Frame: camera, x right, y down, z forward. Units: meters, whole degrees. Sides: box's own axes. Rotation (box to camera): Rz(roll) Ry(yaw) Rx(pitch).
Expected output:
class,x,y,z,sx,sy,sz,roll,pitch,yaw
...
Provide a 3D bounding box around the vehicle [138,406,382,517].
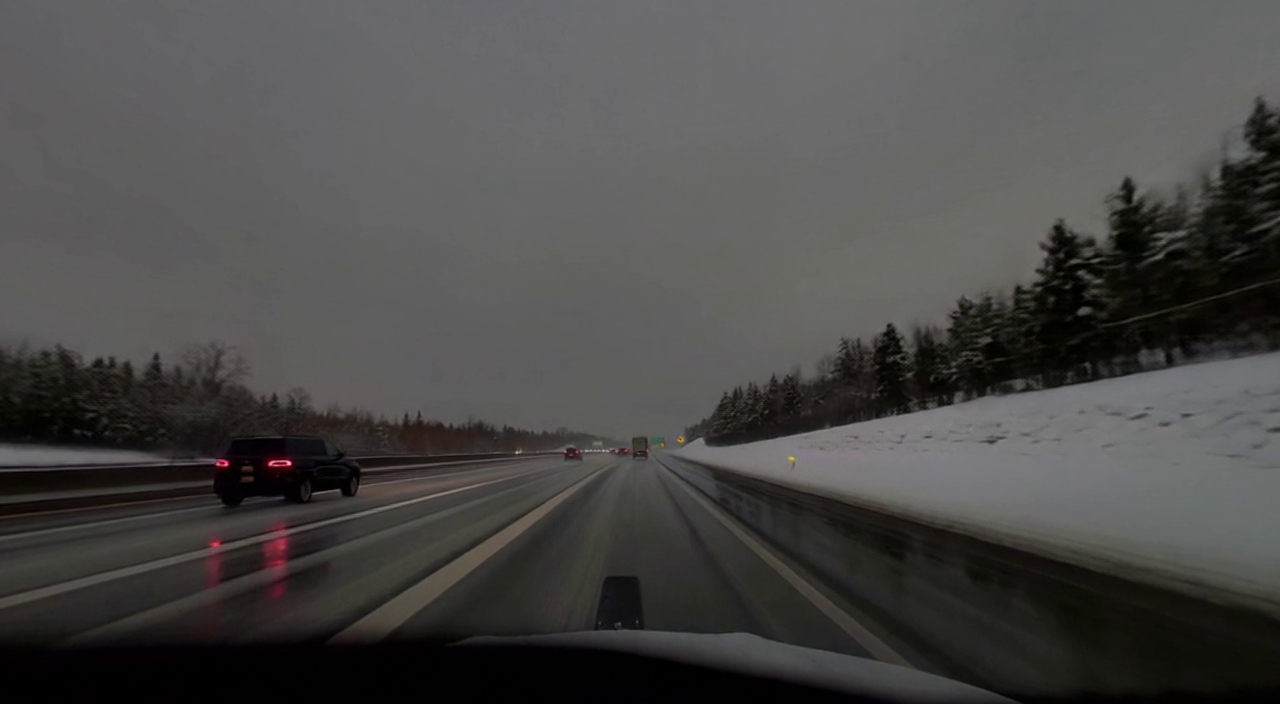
class,x,y,z,sx,sy,sz,roll,pitch,yaw
vehicle,-7.833,2.327,13.787,2.163,1.947,4.959,0,-9,1
